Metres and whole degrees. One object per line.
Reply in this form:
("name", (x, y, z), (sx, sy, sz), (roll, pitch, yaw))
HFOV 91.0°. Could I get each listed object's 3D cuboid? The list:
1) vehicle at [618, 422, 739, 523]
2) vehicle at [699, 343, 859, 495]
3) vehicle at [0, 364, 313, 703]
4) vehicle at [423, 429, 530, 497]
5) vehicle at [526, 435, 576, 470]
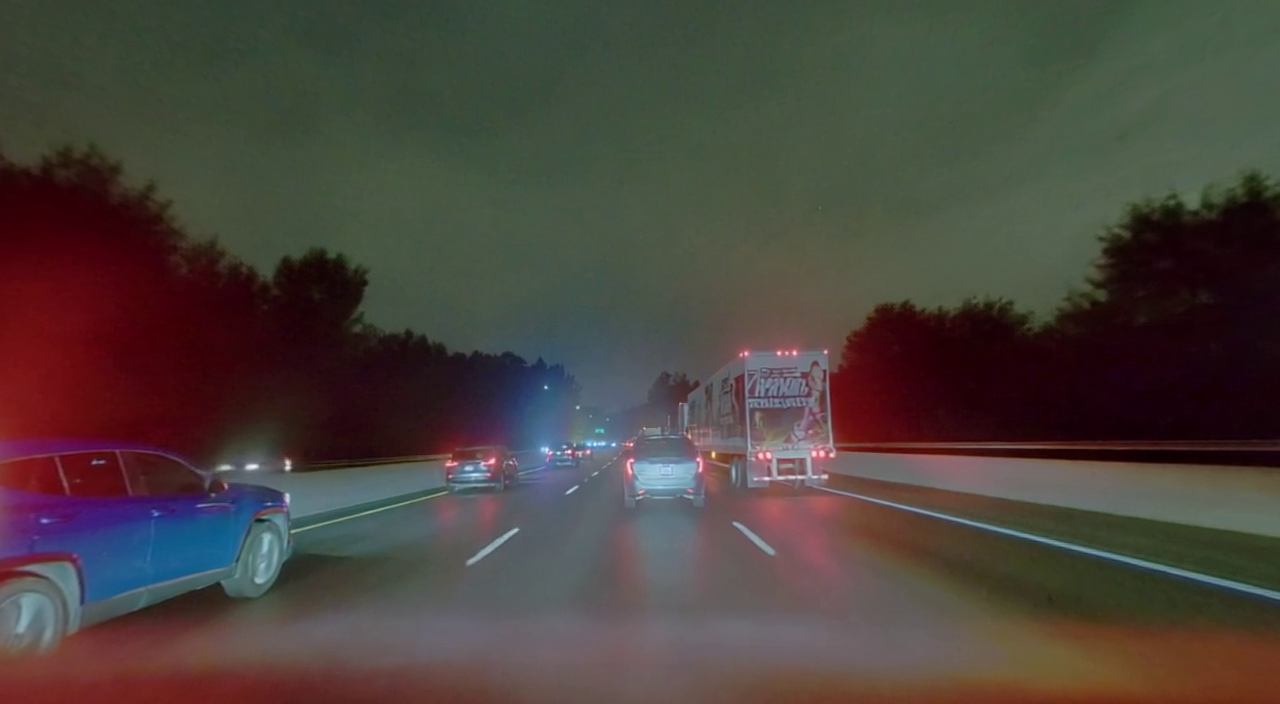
("vehicle", (0.595, 2.264, 12.338), (2.017, 1.662, 3.543), (0, -8, -1))
("vehicle", (4.407, 2.798, 24.112), (2.828, 4.081, 14.220), (0, -8, 0))
("vehicle", (-4.092, 0.988, 3.659), (1.983, 1.666, 4.452), (0, -8, 0))
("vehicle", (-4.315, 2.983, 17.254), (1.905, 1.642, 3.803), (0, -8, 0))
("vehicle", (-4.629, 5.305, 33.421), (2.014, 1.683, 4.275), (0, -8, 0))
